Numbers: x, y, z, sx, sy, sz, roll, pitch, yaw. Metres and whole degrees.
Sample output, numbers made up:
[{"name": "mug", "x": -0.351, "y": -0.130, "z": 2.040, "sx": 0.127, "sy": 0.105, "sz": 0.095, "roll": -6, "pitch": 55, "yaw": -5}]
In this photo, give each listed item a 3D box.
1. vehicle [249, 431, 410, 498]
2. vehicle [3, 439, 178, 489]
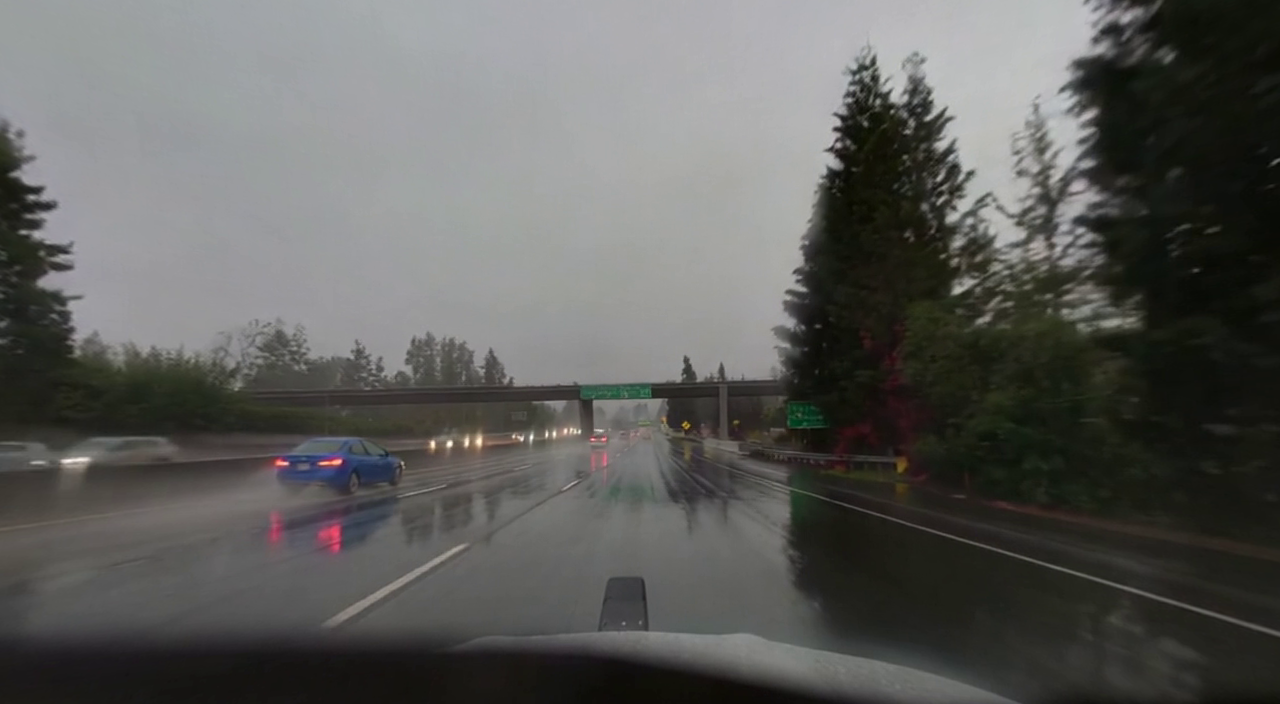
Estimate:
[{"name": "vehicle", "x": -7.783, "y": 2.852, "z": 16.358, "sx": 1.987, "sy": 1.486, "sz": 4.174, "roll": 0, "pitch": -8, "yaw": 1}, {"name": "vehicle", "x": -17.742, "y": 3.611, "z": 20.697, "sx": 1.867, "sy": 1.458, "sz": 4.243, "roll": 0, "pitch": -8, "yaw": 0}]
